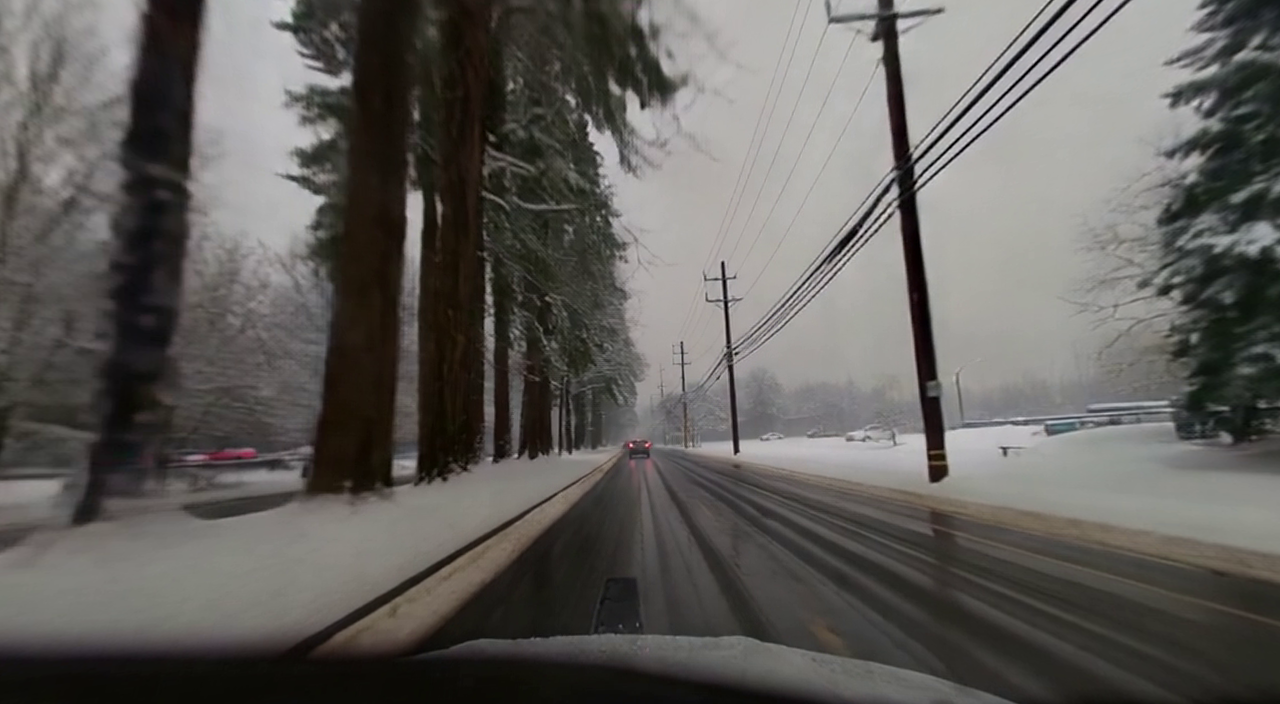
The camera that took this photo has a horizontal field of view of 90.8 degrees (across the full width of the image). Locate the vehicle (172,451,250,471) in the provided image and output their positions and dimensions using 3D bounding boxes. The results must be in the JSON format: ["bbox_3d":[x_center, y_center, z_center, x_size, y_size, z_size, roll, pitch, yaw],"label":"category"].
[{"bbox_3d":[-33.528,8.518,49.464,4.557,1.493,2.049,0,-8,0],"label":"vehicle"}]

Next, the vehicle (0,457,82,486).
[{"bbox_3d":[-33.678,6.542,34.692,4.445,1.440,1.890,-1,-9,5],"label":"vehicle"}]

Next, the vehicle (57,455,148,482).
[{"bbox_3d":[-33.540,7.247,39.480,3.967,1.373,1.853,-3,-7,-1],"label":"vehicle"}]
